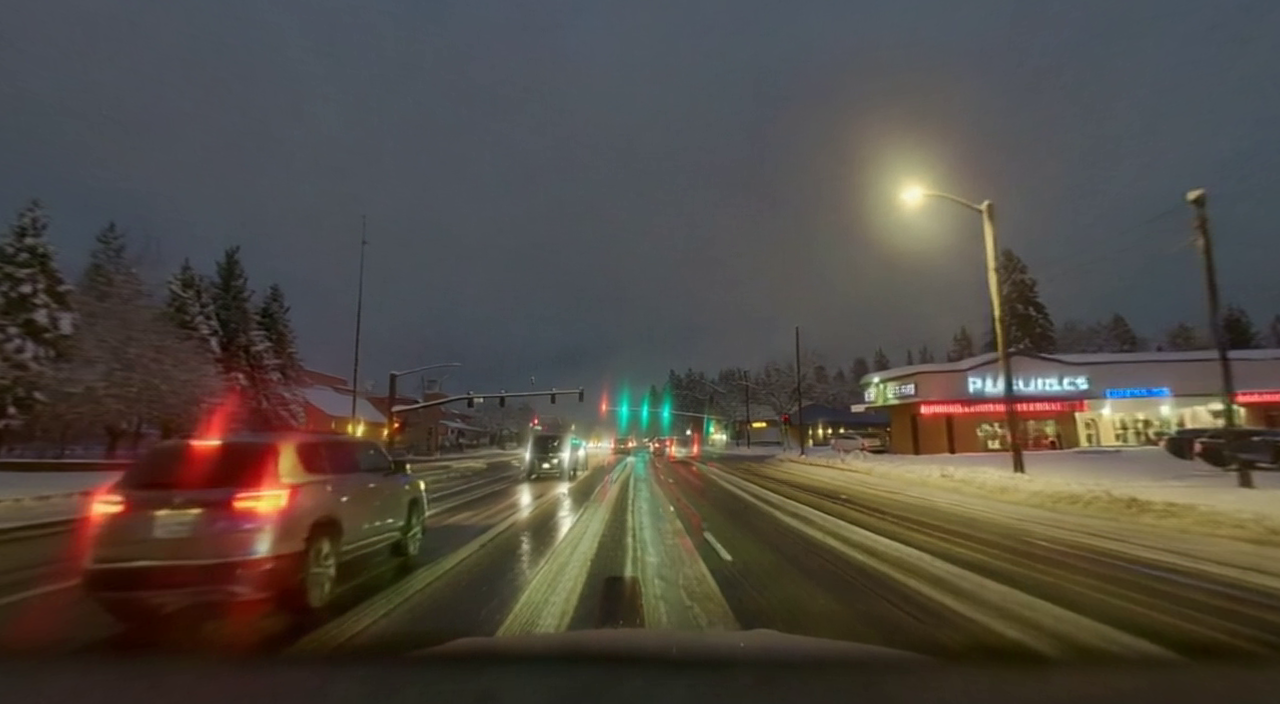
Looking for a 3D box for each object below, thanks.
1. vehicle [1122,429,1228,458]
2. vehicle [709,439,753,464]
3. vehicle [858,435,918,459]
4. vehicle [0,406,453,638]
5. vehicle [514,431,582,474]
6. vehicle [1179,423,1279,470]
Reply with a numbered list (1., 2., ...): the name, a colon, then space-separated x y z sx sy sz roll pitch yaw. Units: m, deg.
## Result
1. vehicle: 30.550 5.245 36.239 4.181 1.491 1.706 -5 -10 23
2. vehicle: 5.578 6.161 39.263 2.017 1.453 4.497 0 -8 -1
3. vehicle: 16.060 6.173 41.198 1.819 1.457 4.680 0 -8 -3
4. vehicle: -3.685 1.453 6.479 2.097 1.497 4.571 0 -8 1
5. vehicle: -3.767 4.214 26.572 2.143 1.643 4.336 0 -8 1
6. vehicle: 23.769 3.535 23.730 4.824 1.693 1.984 -4 -9 21
